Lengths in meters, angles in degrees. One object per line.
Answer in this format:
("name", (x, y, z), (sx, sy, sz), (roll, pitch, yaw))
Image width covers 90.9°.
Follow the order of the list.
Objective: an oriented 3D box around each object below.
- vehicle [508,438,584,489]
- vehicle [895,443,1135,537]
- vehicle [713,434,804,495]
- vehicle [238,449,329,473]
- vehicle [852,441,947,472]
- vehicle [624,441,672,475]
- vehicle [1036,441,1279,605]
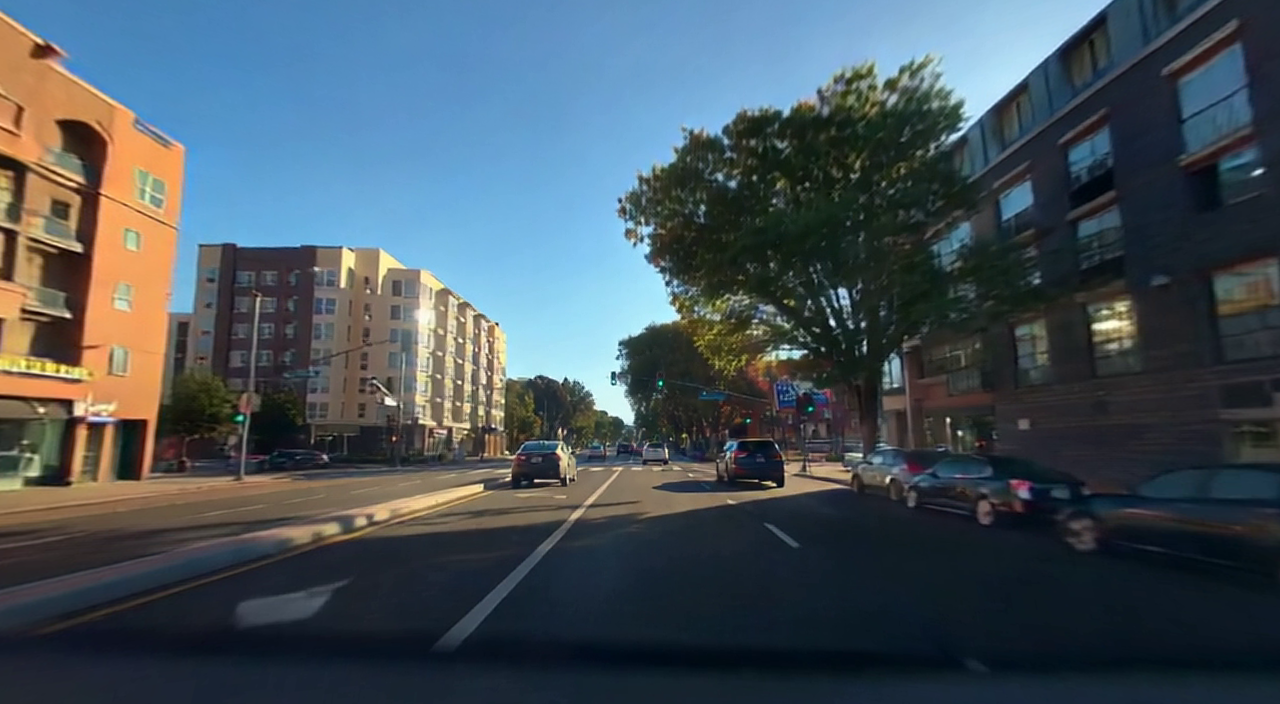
("vehicle", (-3.007, 3.661, 20.987), (1.860, 1.510, 4.073), (0, -8, 1))
("vehicle", (6.936, 2.543, 12.339), (2.022, 1.491, 4.194), (0, -8, -1))
("vehicle", (3.429, 3.347, 19.062), (1.987, 1.637, 3.896), (0, -8, 0))
("vehicle", (-23.580, 7.202, 41.784), (4.890, 1.514, 1.908), (0, -8, 0))
("vehicle", (15.877, 6.401, 38.745), (4.921, 1.841, 1.957), (0, -8, 0))
("vehicle", (0.357, 5.005, 29.975), (2.103, 1.468, 4.094), (0, -8, 0))
("vehicle", (6.772, 1.690, 6.641), (1.920, 1.473, 4.898), (0, -8, -2))
